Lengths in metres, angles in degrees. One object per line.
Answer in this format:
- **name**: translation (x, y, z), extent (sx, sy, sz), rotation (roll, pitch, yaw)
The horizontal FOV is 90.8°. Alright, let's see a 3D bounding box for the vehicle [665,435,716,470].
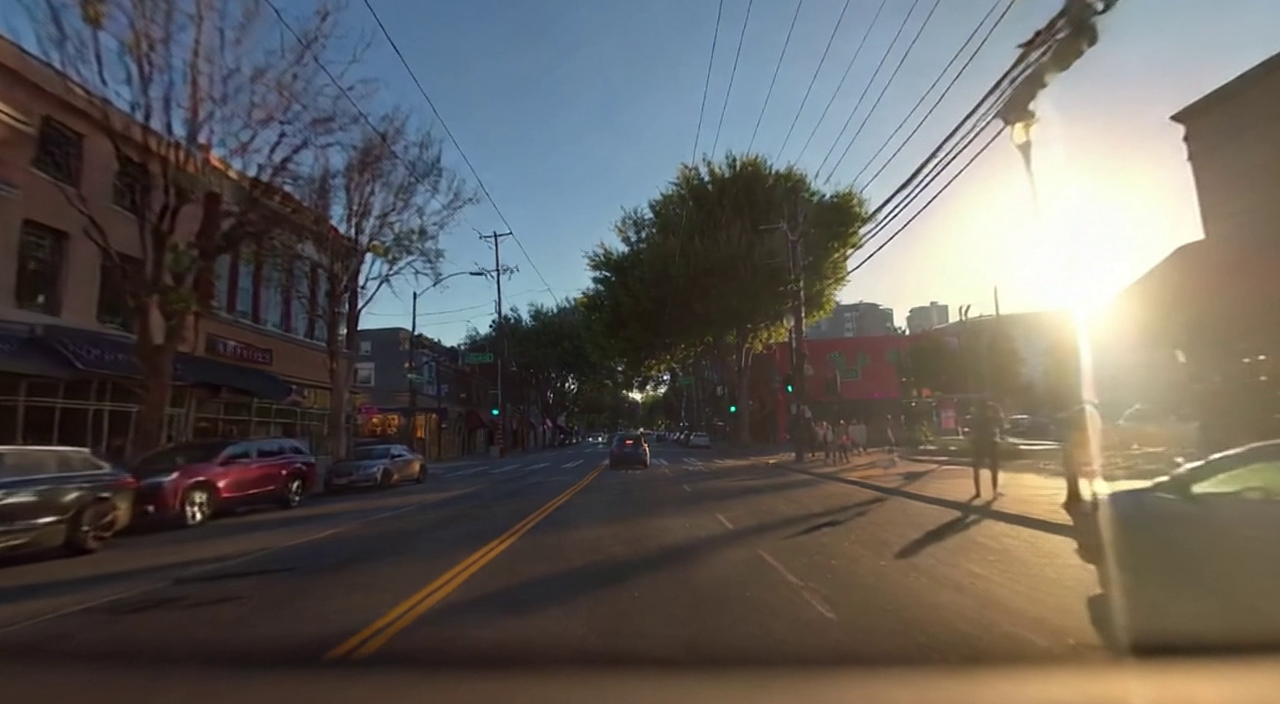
- **vehicle**: translation (2.350, 4.841, 30.634), extent (1.998, 1.580, 4.015), rotation (0, -9, -2)

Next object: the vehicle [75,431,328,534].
- **vehicle**: translation (-9.692, 2.907, 14.781), extent (1.980, 1.931, 5.487), rotation (0, -9, -1)

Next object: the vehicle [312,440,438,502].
- **vehicle**: translation (-9.668, 4.385, 23.770), extent (2.048, 1.985, 6.011), rotation (0, -9, 0)

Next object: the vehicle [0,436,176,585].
- **vehicle**: translation (-9.341, 2.037, 8.162), extent (2.305, 1.883, 5.580), rotation (0, -10, 2)

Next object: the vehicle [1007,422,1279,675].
- **vehicle**: translation (5.502, 1.332, 4.318), extent (2.266, 1.705, 5.998), rotation (0, -8, -1)

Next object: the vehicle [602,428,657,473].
- **vehicle**: translation (-0.475, 4.470, 28.814), extent (2.301, 1.854, 4.919), rotation (0, -9, -1)
